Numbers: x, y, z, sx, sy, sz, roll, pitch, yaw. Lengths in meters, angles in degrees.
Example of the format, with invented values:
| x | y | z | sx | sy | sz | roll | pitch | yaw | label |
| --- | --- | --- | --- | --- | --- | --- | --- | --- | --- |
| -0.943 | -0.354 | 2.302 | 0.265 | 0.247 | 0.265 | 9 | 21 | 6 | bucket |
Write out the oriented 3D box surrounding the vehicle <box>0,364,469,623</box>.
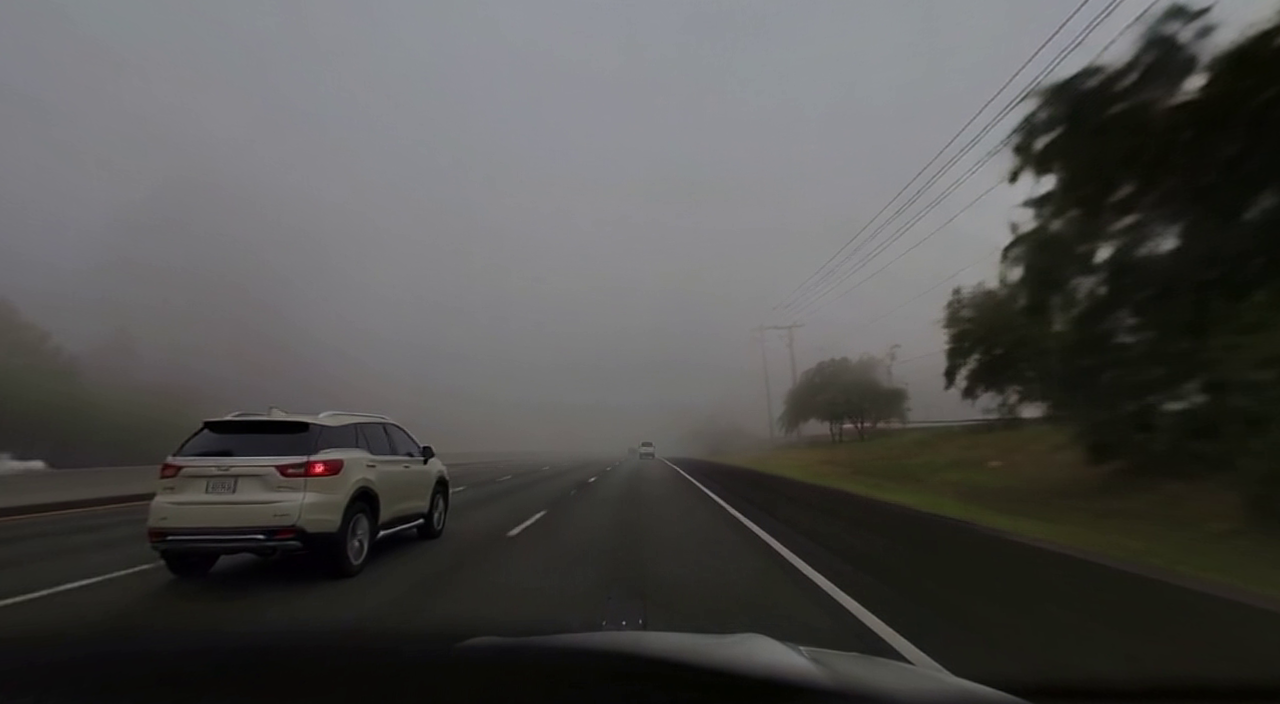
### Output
| x | y | z | sx | sy | sz | roll | pitch | yaw | label |
| --- | --- | --- | --- | --- | --- | --- | --- | --- | --- |
| -3.834 | 1.456 | 7.439 | 2.136 | 1.975 | 5.037 | -1 | -8 | 1 | vehicle |
